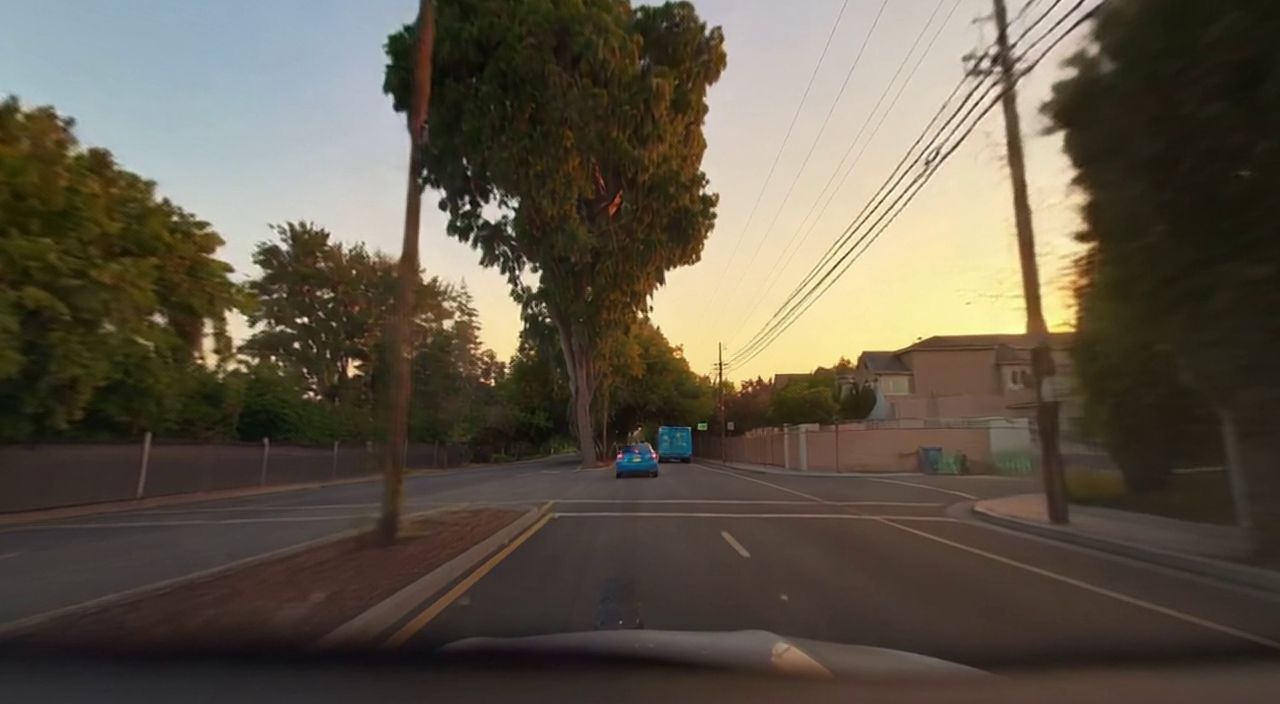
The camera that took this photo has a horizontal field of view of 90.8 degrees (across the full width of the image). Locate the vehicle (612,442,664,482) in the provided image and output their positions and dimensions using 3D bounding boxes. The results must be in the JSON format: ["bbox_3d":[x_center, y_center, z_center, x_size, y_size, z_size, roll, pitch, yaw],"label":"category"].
[{"bbox_3d":[-0.116,4.561,26.459,2.018,1.511,3.993,0,-8,-1],"label":"vehicle"}]
